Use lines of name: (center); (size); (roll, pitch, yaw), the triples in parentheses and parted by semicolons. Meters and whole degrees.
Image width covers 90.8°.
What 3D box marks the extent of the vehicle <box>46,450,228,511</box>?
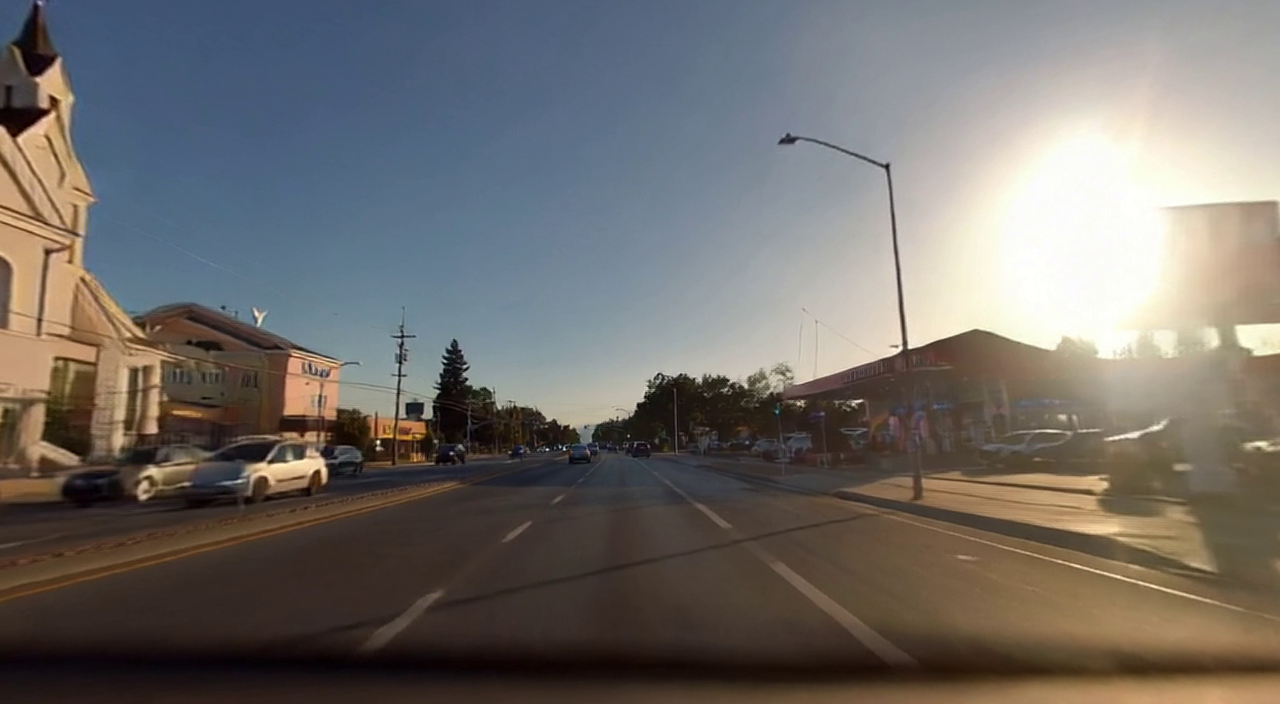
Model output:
vehicle: (-15.012, 3.808, 19.270); (2.045, 1.519, 4.401); (-2, -8, -2)

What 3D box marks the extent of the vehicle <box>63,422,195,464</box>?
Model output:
vehicle: (-36.544, 6.548, 45.414); (6.425, 2.891, 3.186); (1, -8, -5)

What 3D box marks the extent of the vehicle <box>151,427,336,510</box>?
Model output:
vehicle: (-11.134, 3.282, 18.356); (2.229, 1.957, 5.057); (-2, -8, -2)
